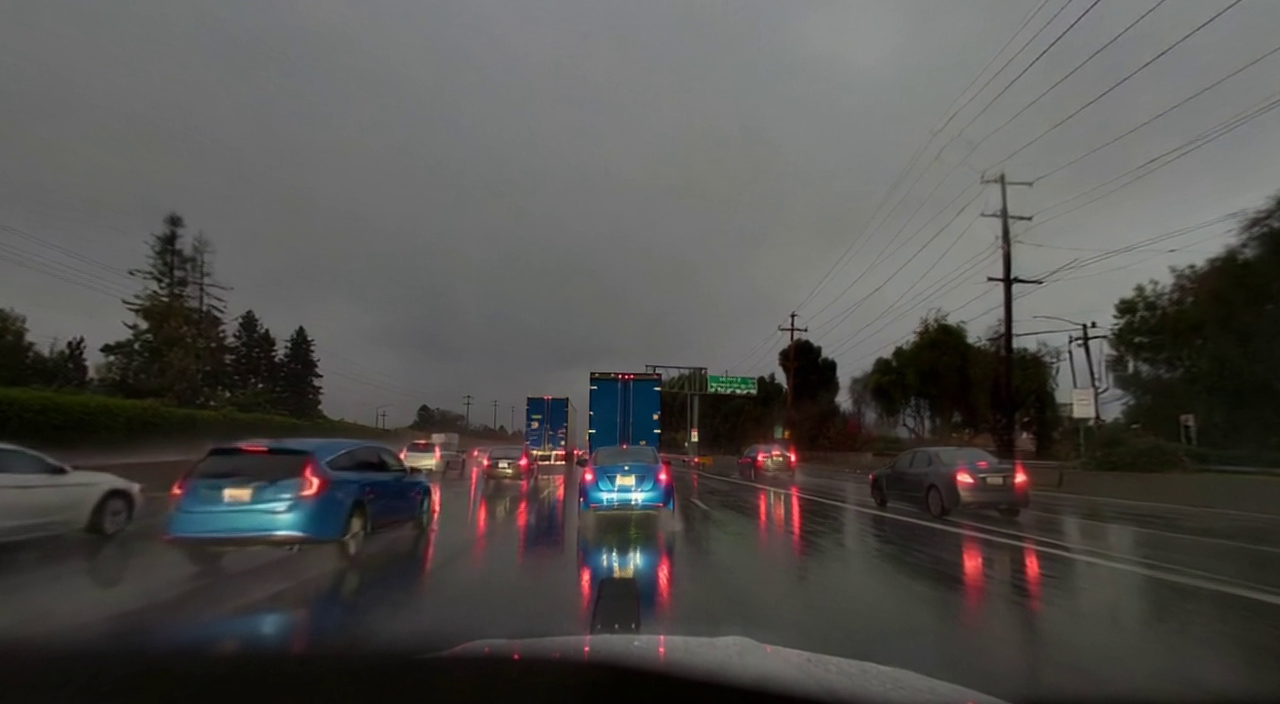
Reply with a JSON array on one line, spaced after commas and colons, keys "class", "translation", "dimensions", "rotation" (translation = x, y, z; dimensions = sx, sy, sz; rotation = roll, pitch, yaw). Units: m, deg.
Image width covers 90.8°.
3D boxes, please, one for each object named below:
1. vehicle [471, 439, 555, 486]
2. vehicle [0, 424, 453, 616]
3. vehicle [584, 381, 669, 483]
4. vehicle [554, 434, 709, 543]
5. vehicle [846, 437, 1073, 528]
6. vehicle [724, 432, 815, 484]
[{"class": "vehicle", "translation": [-4.364, 3.878, 22.517], "dimensions": [2.090, 1.463, 4.968], "rotation": [0, -9, -2]}, {"class": "vehicle", "translation": [-3.964, 1.684, 7.503], "dimensions": [1.960, 1.450, 5.246], "rotation": [0, -9, -1]}, {"class": "vehicle", "translation": [-0.641, 3.380, 25.983], "dimensions": [2.909, 3.518, 8.262], "rotation": [0, -9, -3]}, {"class": "vehicle", "translation": [-0.234, 2.176, 10.715], "dimensions": [2.112, 1.463, 4.012], "rotation": [0, -9, -4]}, {"class": "vehicle", "translation": [5.787, 2.388, 12.164], "dimensions": [1.878, 1.406, 4.164], "rotation": [1, -9, -6]}, {"class": "vehicle", "translation": [4.469, 3.745, 22.541], "dimensions": [2.023, 1.676, 4.002], "rotation": [1, -9, -6]}]
